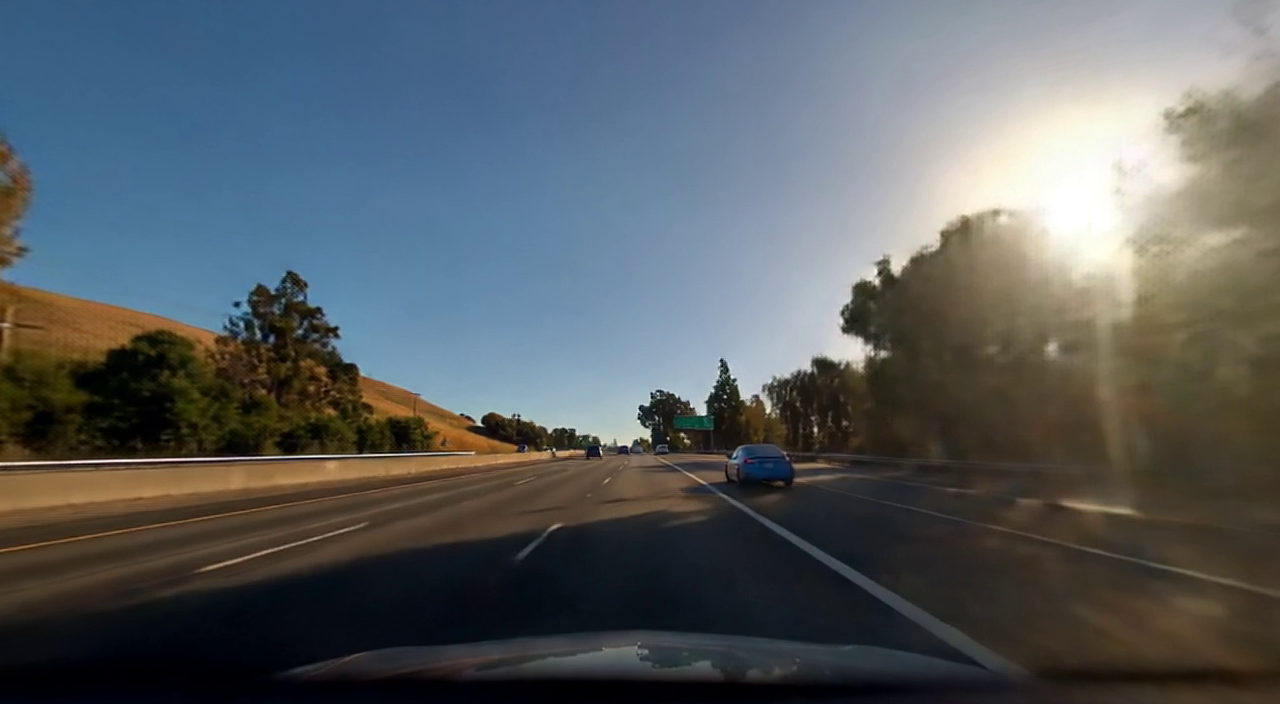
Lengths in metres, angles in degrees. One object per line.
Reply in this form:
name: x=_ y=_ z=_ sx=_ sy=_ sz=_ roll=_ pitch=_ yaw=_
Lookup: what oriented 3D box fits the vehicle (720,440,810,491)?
vehicle: x=3.989 y=3.722 z=20.937 sx=2.033 sy=1.501 sz=4.398 roll=0 pitch=-9 yaw=-1
